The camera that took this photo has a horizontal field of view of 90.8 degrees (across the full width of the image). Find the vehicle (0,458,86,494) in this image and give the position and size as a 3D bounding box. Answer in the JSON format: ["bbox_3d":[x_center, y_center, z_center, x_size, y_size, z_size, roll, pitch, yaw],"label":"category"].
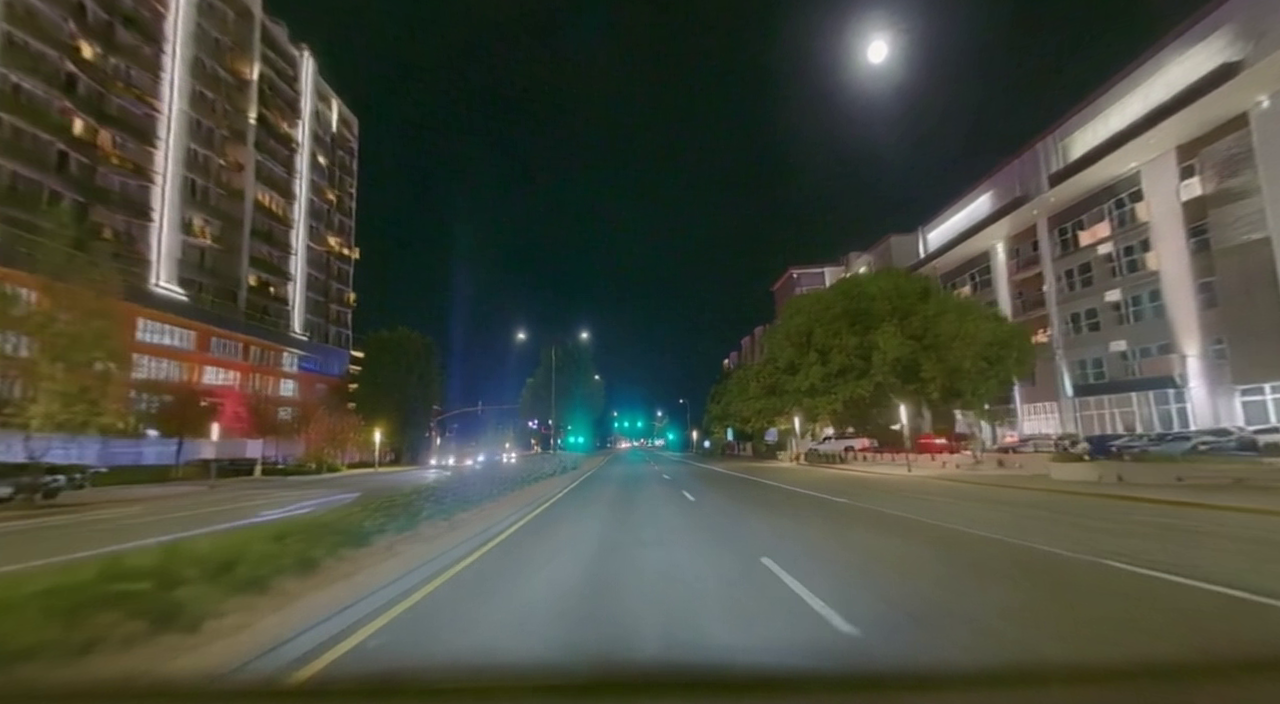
[{"bbox_3d":[-30.287,6.018,30.758,4.679,1.661,1.923,0,-9,-1],"label":"vehicle"}]

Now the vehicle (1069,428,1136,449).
[{"bbox_3d":[35.841,6.729,49.118,1.858,1.507,4.593,0,-7,1],"label":"vehicle"}]

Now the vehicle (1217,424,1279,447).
[{"bbox_3d":[41.583,5.583,41.989,1.873,1.480,4.813,0,-9,0],"label":"vehicle"}]

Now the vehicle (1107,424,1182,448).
[{"bbox_3d":[38.613,6.493,48.517,2.005,1.609,4.236,-1,-9,-4],"label":"vehicle"}]
